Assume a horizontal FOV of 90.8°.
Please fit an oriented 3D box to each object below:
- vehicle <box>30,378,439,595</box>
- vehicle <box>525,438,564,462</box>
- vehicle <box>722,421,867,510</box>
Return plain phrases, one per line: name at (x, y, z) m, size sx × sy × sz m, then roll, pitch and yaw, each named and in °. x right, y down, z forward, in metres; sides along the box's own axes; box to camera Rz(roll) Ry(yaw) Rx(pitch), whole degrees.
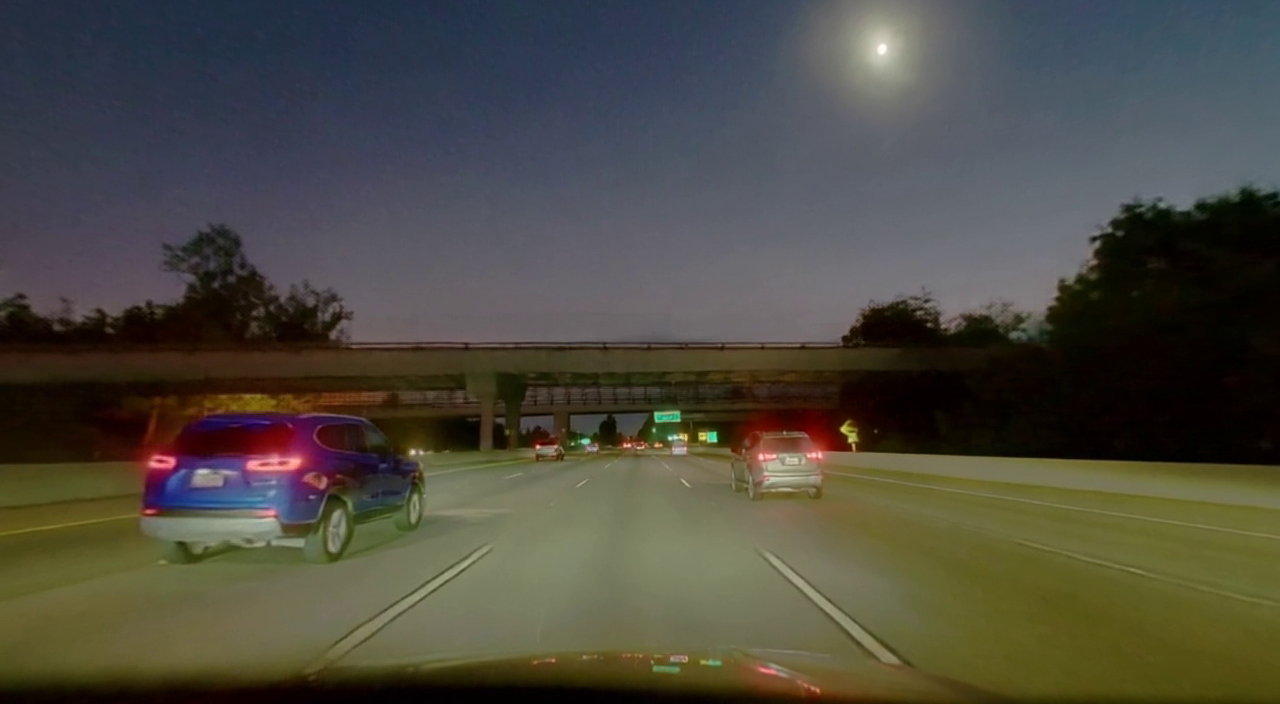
vehicle at (-4.298, 1.520, 7.952) m, size 2.018 × 1.872 × 4.728 m, roll 0°, pitch -9°, yaw -1°
vehicle at (-7.482, 7.709, 49.819) m, size 2.193 × 1.818 × 4.995 m, roll -1°, pitch -9°, yaw 1°
vehicle at (3.386, 2.604, 14.912) m, size 2.185 × 1.749 × 4.477 m, roll 0°, pitch -9°, yaw -1°
